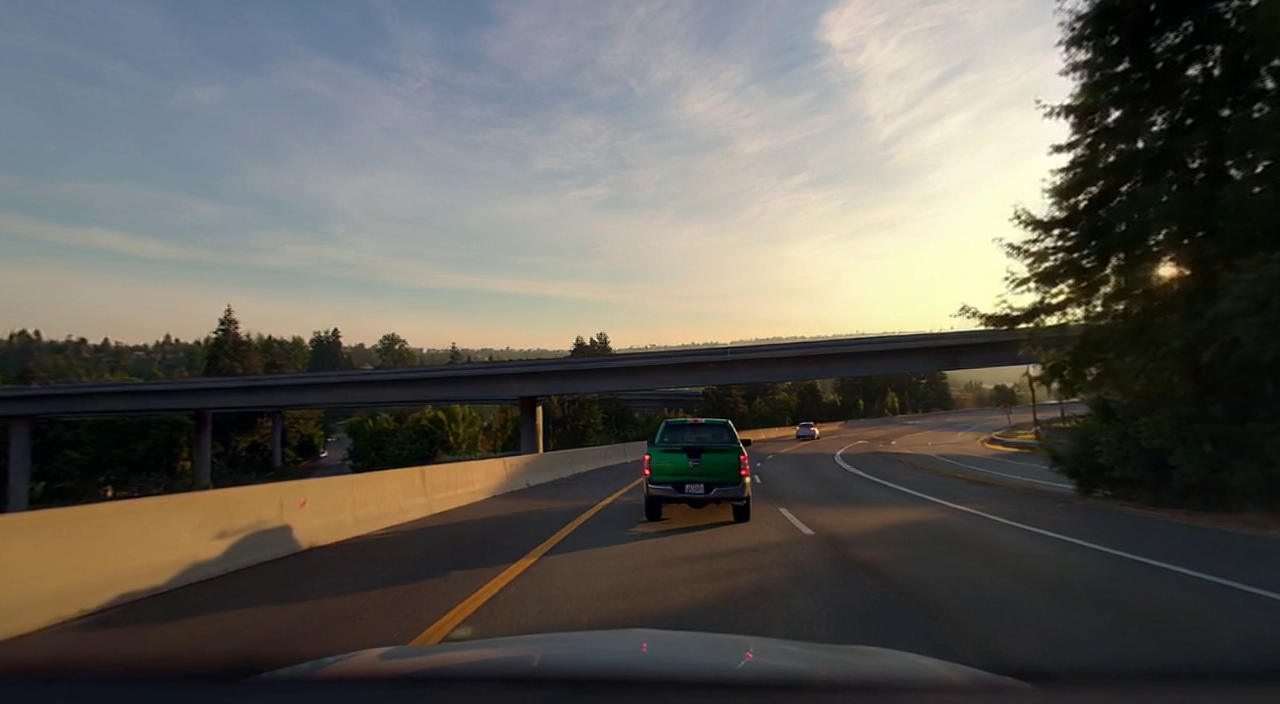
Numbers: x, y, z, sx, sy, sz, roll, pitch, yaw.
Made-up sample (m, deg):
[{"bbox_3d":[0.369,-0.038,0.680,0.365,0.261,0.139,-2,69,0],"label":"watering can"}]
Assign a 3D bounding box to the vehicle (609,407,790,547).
[{"bbox_3d":[0.923,1.892,10.140,2.235,1.716,4.435,-1,-9,5],"label":"vehicle"}]
